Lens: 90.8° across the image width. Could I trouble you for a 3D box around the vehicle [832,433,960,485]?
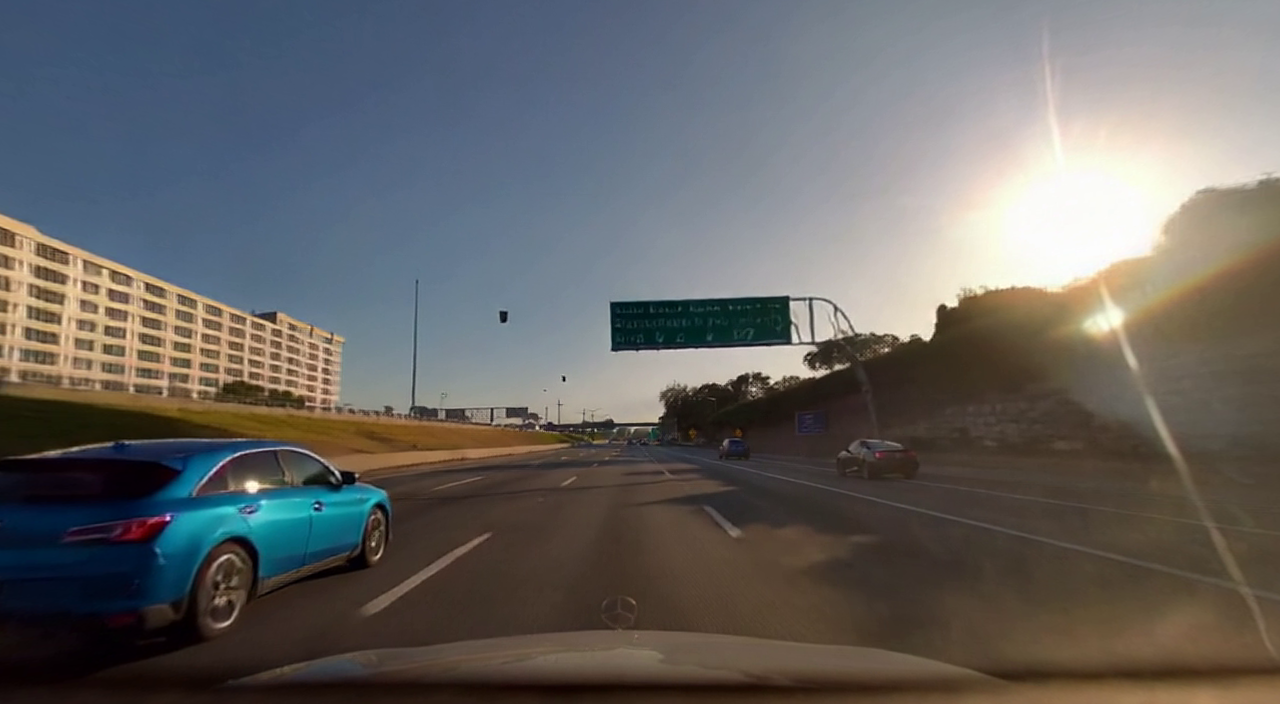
[{"bbox_3d":[8.909,3.756,22.610,2.165,1.636,5.175,0,-8,-3],"label":"vehicle"}]
